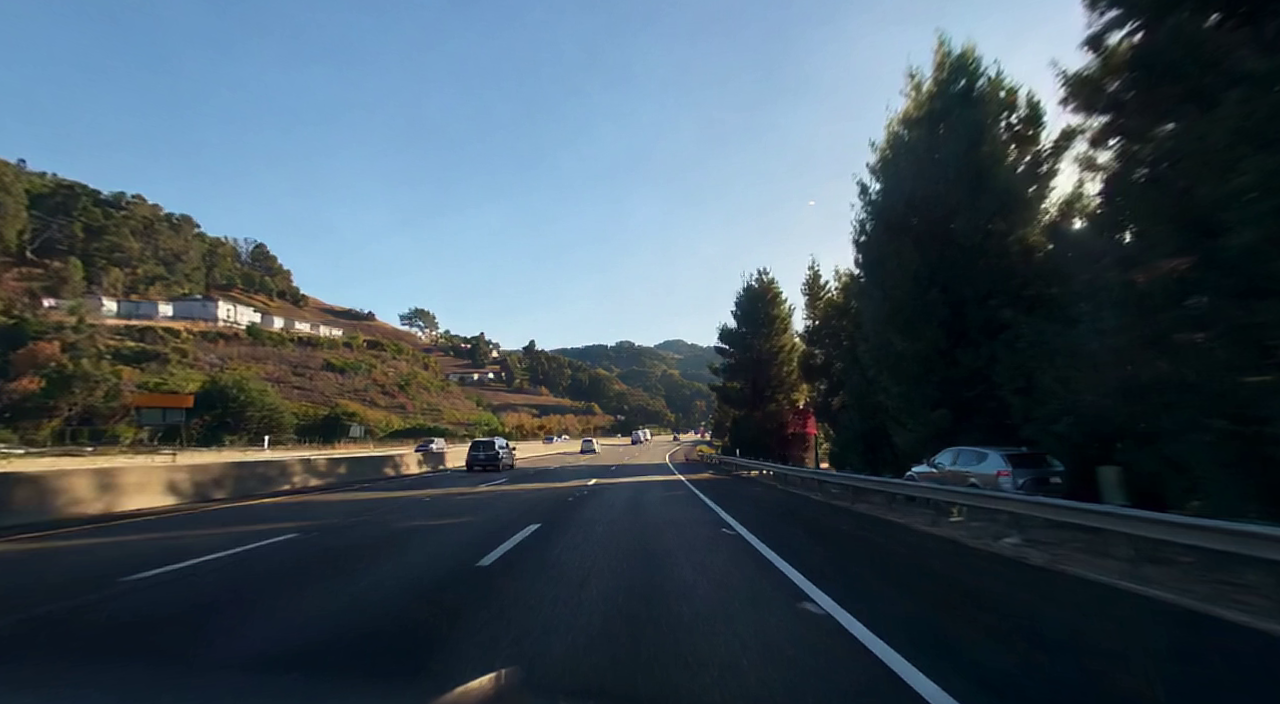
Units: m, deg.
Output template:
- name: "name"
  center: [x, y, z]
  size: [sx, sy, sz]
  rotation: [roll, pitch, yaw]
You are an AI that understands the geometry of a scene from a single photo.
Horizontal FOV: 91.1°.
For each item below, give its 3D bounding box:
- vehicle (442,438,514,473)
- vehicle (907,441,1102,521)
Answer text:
- name: "vehicle"
  center: [-7.388, 4.770, 29.115]
  size: [2.010, 1.489, 4.456]
  rotation: [0, -8, 3]
- name: "vehicle"
  center: [10.265, 3.620, 18.444]
  size: [2.325, 1.972, 5.577]
  rotation: [0, -8, -1]
